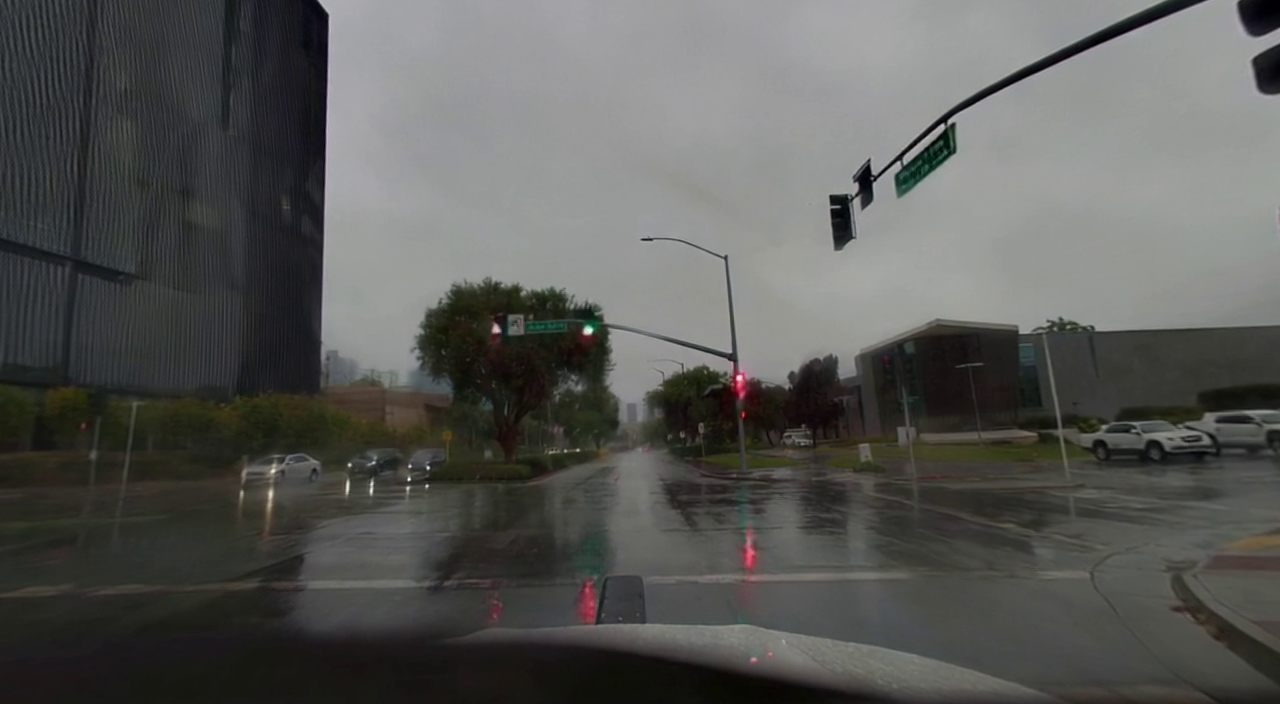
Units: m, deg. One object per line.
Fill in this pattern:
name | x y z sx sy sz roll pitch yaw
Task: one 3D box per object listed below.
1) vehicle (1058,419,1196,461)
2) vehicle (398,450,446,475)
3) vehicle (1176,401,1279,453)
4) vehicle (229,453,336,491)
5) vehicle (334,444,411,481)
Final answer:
vehicle | 19.079 3.509 24.975 1.834 1.480 4.458 1 -9 -1
vehicle | -15.152 7.649 43.957 1.932 1.605 4.146 0 -9 -1
vehicle | 24.391 2.993 24.713 2.109 1.836 5.080 -2 -10 -1
vehicle | -14.892 4.989 26.547 1.790 1.437 4.349 0 -9 2
vehicle | -14.866 6.136 35.369 2.091 1.915 5.040 0 -9 0
